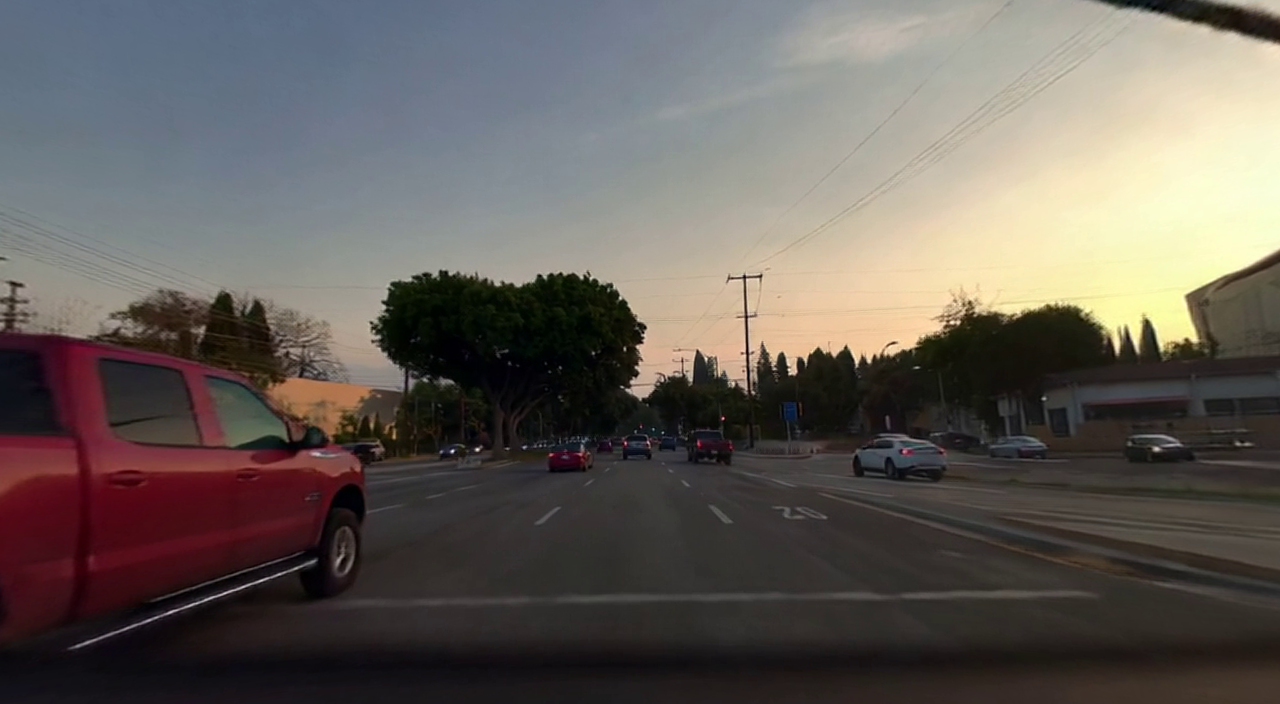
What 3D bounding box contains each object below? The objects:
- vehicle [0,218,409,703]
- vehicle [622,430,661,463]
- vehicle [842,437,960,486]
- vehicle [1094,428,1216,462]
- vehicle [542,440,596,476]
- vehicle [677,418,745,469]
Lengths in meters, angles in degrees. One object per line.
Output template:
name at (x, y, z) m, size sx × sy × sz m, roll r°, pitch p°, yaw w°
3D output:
vehicle at (-3.686, 0.758, 3.593) m, size 2.402 × 2.194 × 6.051 m, roll 0°, pitch -8°, yaw 0°
vehicle at (0.083, 6.792, 45.358) m, size 2.643 × 2.145 × 5.585 m, roll 0°, pitch -9°, yaw 0°
vehicle at (9.589, 4.054, 23.637) m, size 2.010 × 1.633 × 4.246 m, roll 1°, pitch -9°, yaw -11°
vehicle at (27.566, 5.013, 33.953) m, size 2.012 × 1.701 × 4.524 m, roll 5°, pitch -10°, yaw -32°
vehicle at (-3.139, 4.797, 28.783) m, size 1.939 × 1.494 × 4.499 m, roll 0°, pitch -9°, yaw 0°
vehicle at (4.040, 5.427, 37.537) m, size 2.905 × 2.636 × 6.895 m, roll -2°, pitch -8°, yaw -2°
